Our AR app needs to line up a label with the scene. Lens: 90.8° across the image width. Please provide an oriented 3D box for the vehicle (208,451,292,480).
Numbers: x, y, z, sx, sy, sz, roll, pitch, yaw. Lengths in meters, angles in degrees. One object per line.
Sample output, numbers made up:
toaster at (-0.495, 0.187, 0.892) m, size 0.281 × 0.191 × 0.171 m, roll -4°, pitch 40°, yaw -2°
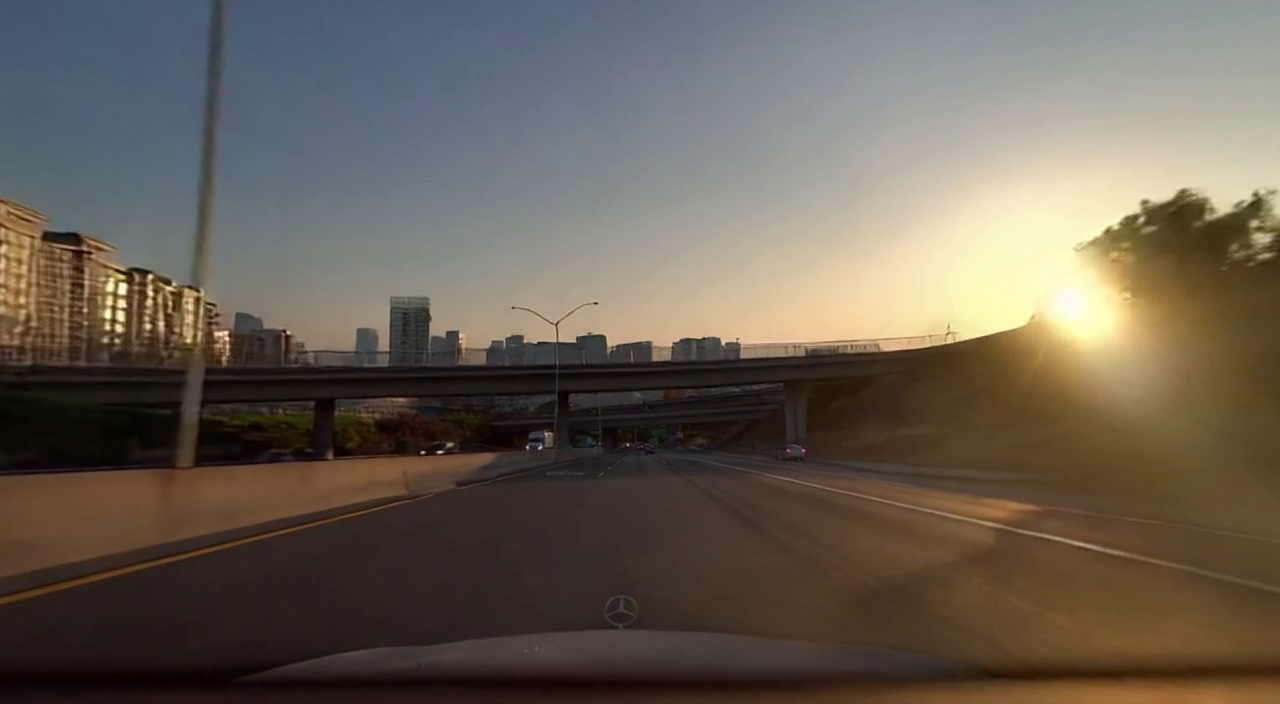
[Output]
vehicle at (-20.916, 6.091, 34.111) m, size 2.085 × 1.461 × 3.811 m, roll 0°, pitch -9°, yaw 0°
